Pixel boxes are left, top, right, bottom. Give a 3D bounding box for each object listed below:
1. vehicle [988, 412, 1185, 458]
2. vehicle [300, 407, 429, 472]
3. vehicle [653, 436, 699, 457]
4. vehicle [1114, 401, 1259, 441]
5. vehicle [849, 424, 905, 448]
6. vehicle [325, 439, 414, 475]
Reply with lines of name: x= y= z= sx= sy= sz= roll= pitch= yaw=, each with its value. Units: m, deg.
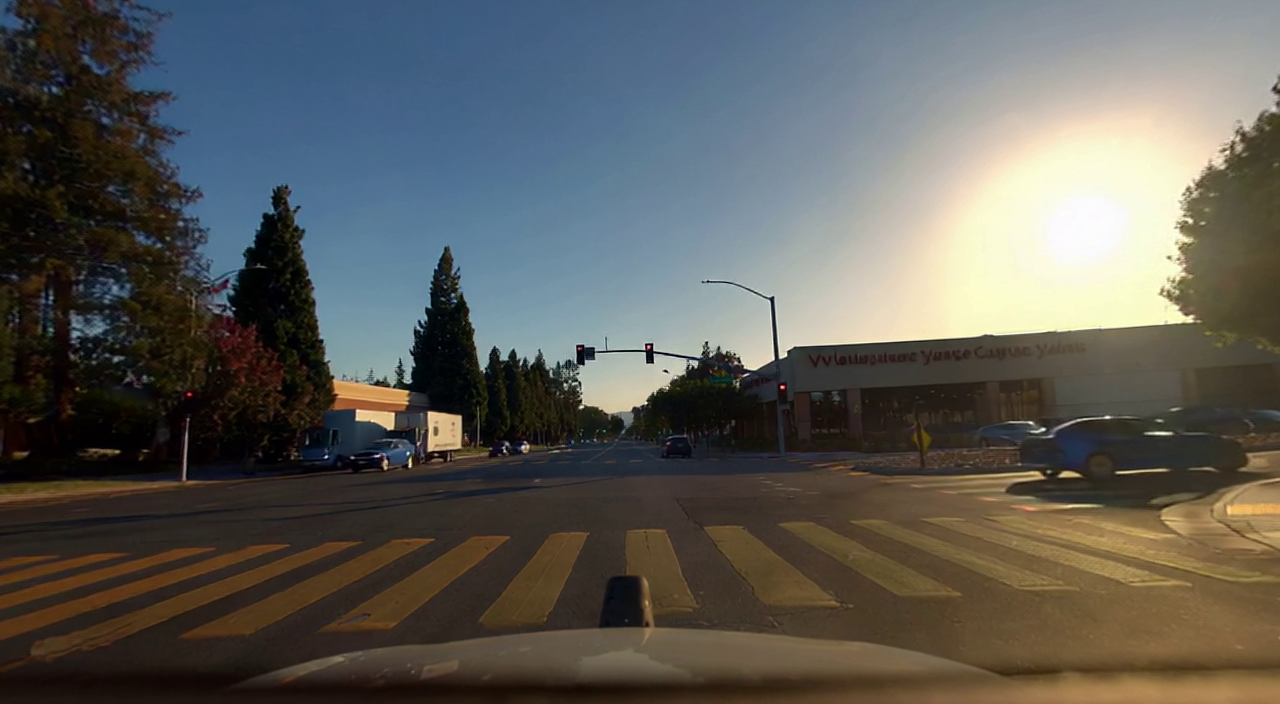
vehicle: x=14.427 y=2.741 z=20.594 sx=4.994 sy=1.416 sz=1.783 roll=0 pitch=-8 yaw=3
vehicle: x=-16.695 y=5.536 z=39.526 sx=3.161 sy=3.455 sz=11.058 roll=0 pitch=-8 yaw=0
vehicle: x=2.534 y=6.828 z=45.522 sx=1.884 sy=1.419 sz=4.448 roll=2 pitch=-9 yaw=-16
vehicle: x=24.402 y=3.118 z=28.269 sx=4.566 sy=1.670 sz=2.000 roll=0 pitch=-8 yaw=-1
vehicle: x=17.360 y=6.223 z=46.322 sx=3.329 sy=1.415 sz=1.821 roll=-6 pitch=-9 yaw=2
vehicle: x=-12.036 y=4.681 z=28.399 sx=1.996 sy=1.489 sz=4.566 roll=0 pitch=-8 yaw=-1
